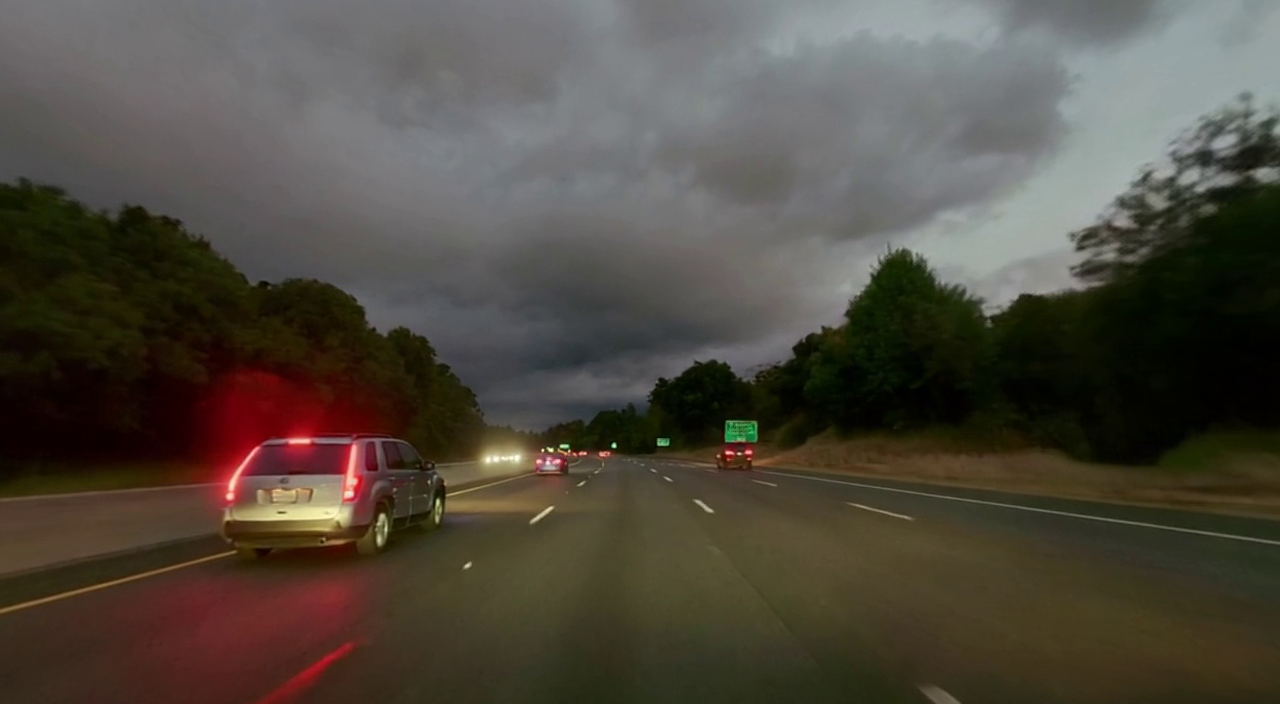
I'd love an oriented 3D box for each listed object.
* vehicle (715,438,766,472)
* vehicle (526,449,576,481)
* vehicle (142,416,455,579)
[{"bbox_3d":[6.549,6.827,41.760,2.378,2.096,5.119,0,-9,-2],"label":"vehicle"},{"bbox_3d":[-4.473,5.760,32.375,2.009,1.488,4.289,0,-9,-1],"label":"vehicle"},{"bbox_3d":[-4.336,1.913,9.029,2.079,1.745,4.281,0,-9,0],"label":"vehicle"}]
